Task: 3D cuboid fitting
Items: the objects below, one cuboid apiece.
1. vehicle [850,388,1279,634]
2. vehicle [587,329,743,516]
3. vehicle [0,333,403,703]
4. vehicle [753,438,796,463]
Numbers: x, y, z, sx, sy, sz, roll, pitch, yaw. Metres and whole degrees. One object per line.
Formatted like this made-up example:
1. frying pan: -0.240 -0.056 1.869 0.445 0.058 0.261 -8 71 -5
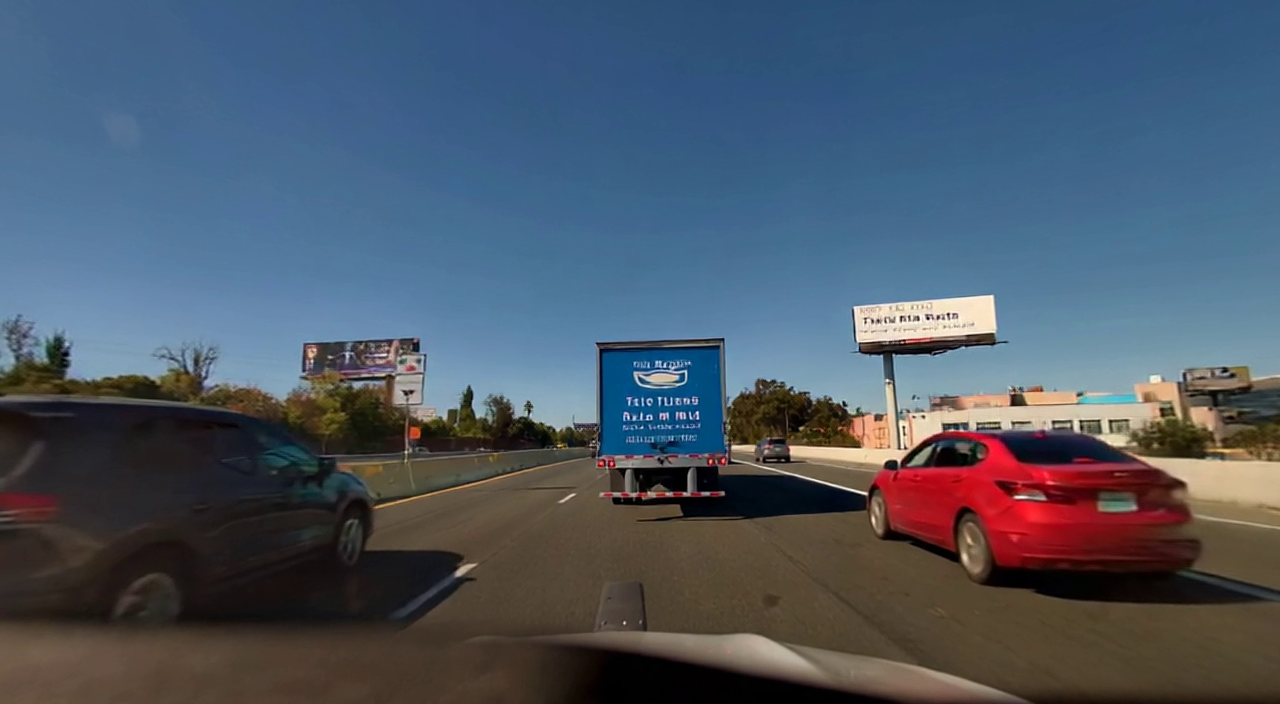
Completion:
1. vehicle: 3.976 1.406 6.613 2.066 1.692 4.339 0 -8 1
2. vehicle: 0.622 1.825 15.508 2.733 3.296 8.571 0 -8 3
3. vehicle: -3.657 1.073 4.545 2.030 1.757 4.509 0 -8 2
4. vehicle: 8.343 6.133 39.491 1.931 1.495 3.889 0 -8 2
